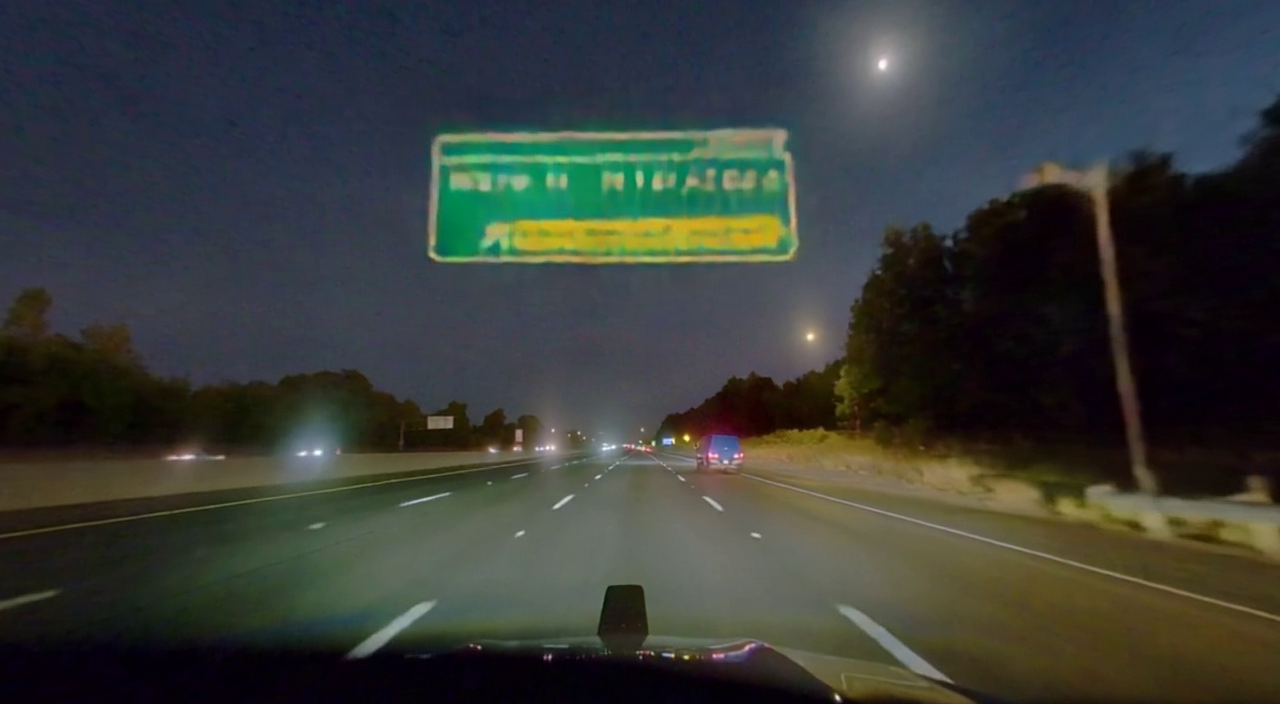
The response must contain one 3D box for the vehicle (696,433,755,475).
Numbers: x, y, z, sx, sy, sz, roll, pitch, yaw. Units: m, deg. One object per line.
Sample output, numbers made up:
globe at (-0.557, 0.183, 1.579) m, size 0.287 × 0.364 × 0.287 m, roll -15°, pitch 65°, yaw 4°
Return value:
vehicle at (4.223, 5.128, 31.954) m, size 2.172 × 1.930 × 4.879 m, roll 0°, pitch -8°, yaw -1°
